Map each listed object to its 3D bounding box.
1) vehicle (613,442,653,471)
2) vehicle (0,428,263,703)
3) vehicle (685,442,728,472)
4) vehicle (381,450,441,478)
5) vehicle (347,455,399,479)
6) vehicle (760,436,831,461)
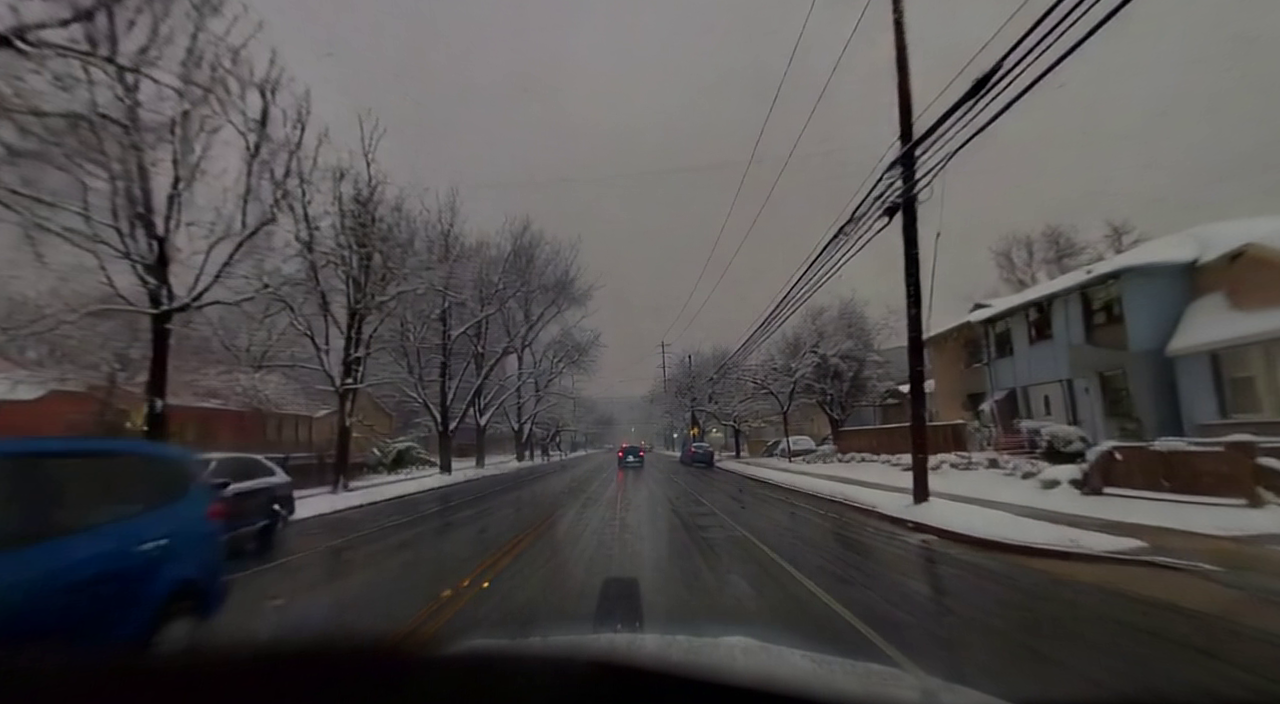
[{"bbox_3d":[-0.419,5.838,35.394,2.104,1.500,3.815,0,-8,-1],"label":"vehicle"},{"bbox_3d":[-3.708,1.047,2.301,2.022,1.534,4.320,0,-8,-1],"label":"vehicle"},{"bbox_3d":[3.787,6.049,36.490,1.895,1.640,4.090,0,-8,-1],"label":"vehicle"},{"bbox_3d":[-15.302,7.474,42.303,2.106,1.711,4.743,0,-8,2],"label":"vehicle"},{"bbox_3d":[-18.022,7.757,42.620,1.797,1.414,3.641,0,-8,2],"label":"vehicle"},{"bbox_3d":[10.911,6.829,44.435,4.467,1.727,2.009,0,-9,-1],"label":"vehicle"}]
